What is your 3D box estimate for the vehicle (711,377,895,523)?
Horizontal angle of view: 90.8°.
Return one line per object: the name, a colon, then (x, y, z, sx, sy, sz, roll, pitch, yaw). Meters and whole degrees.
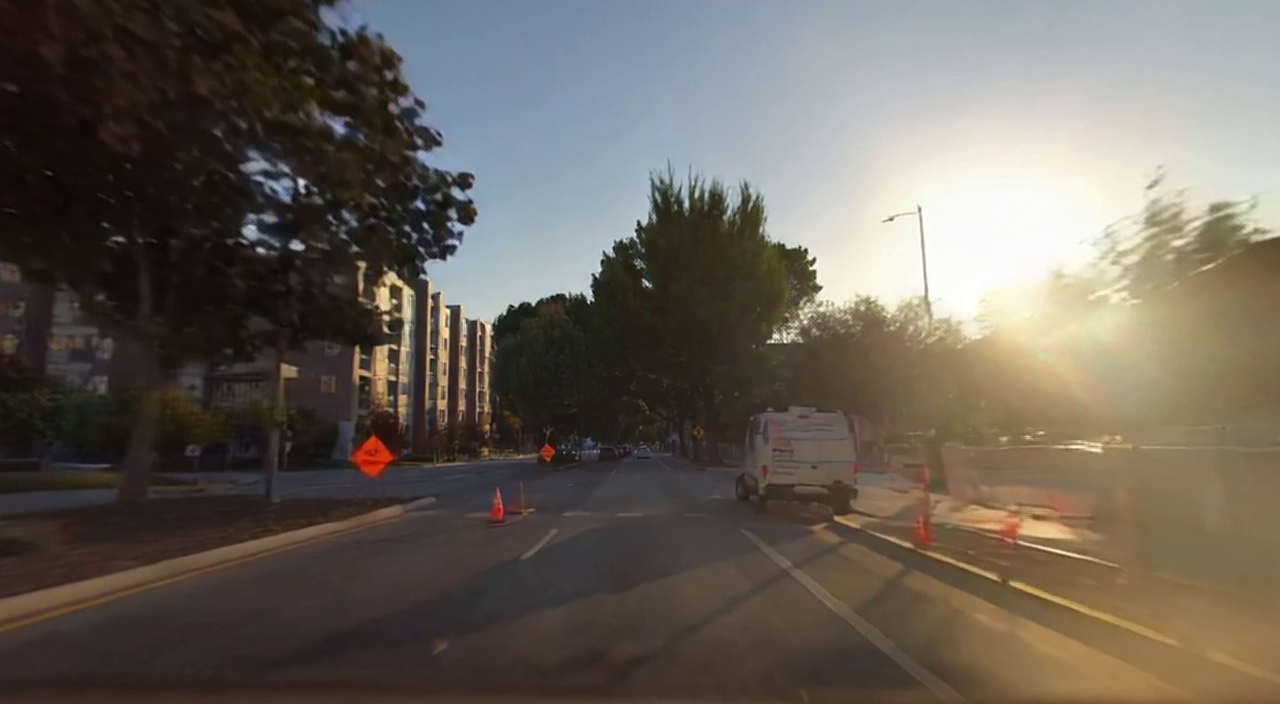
vehicle: (3.246, 2.046, 13.536, 2.849, 2.686, 3.176, 0, -8, -4)
